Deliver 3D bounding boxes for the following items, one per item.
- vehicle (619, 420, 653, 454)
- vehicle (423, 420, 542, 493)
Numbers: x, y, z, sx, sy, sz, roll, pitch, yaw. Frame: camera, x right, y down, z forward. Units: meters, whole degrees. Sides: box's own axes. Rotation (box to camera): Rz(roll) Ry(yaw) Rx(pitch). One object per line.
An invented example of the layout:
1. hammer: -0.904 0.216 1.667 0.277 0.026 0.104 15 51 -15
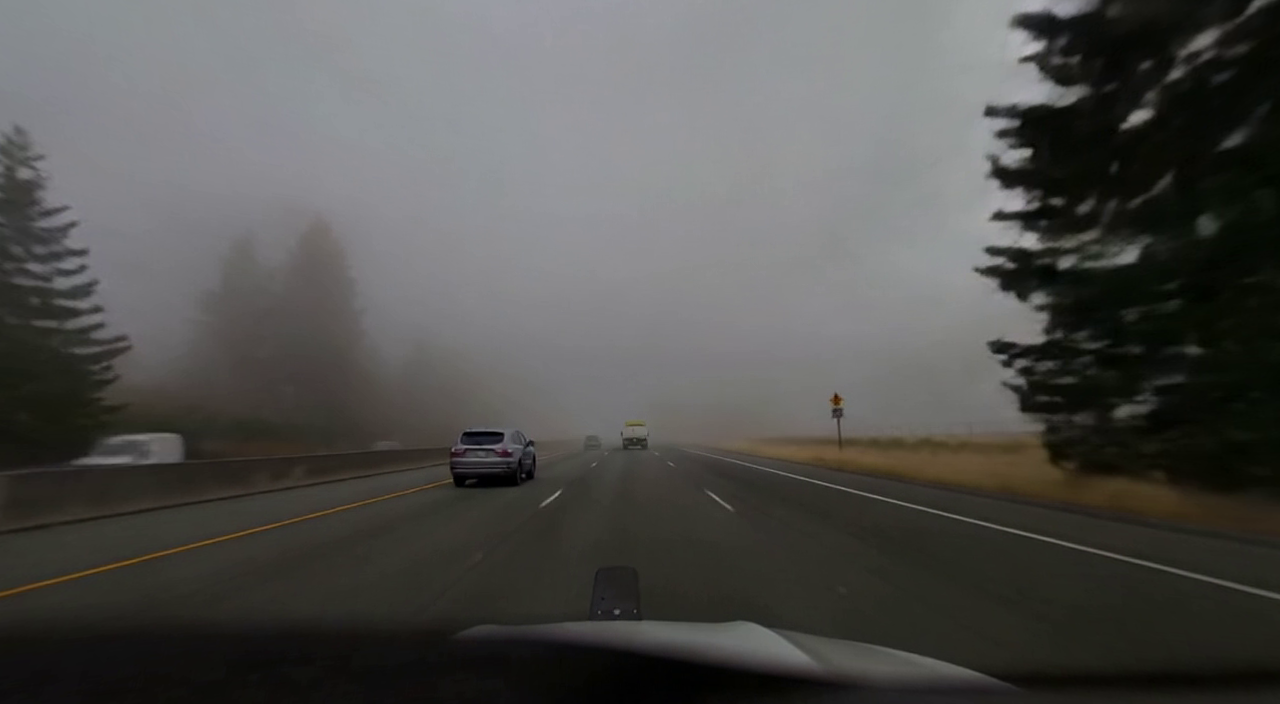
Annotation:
1. vehicle: -0.318 6.570 48.684 2.526 2.531 5.026 0 -8 -1
2. vehicle: -3.952 2.680 16.617 2.045 1.655 4.301 0 -8 0
